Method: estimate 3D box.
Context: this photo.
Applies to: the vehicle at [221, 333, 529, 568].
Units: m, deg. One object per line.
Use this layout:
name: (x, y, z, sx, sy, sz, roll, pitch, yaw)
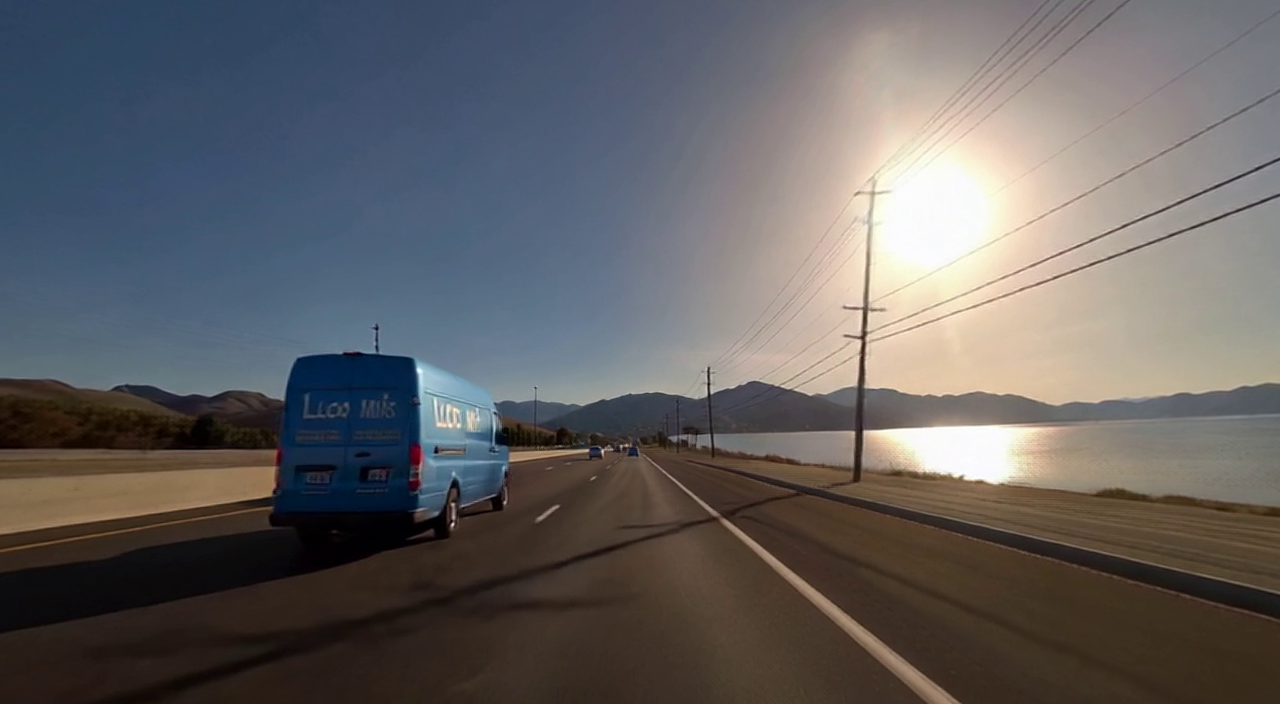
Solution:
vehicle: (-3.668, 1.613, 10.748, 2.331, 2.757, 6.581, 0, -8, 0)
